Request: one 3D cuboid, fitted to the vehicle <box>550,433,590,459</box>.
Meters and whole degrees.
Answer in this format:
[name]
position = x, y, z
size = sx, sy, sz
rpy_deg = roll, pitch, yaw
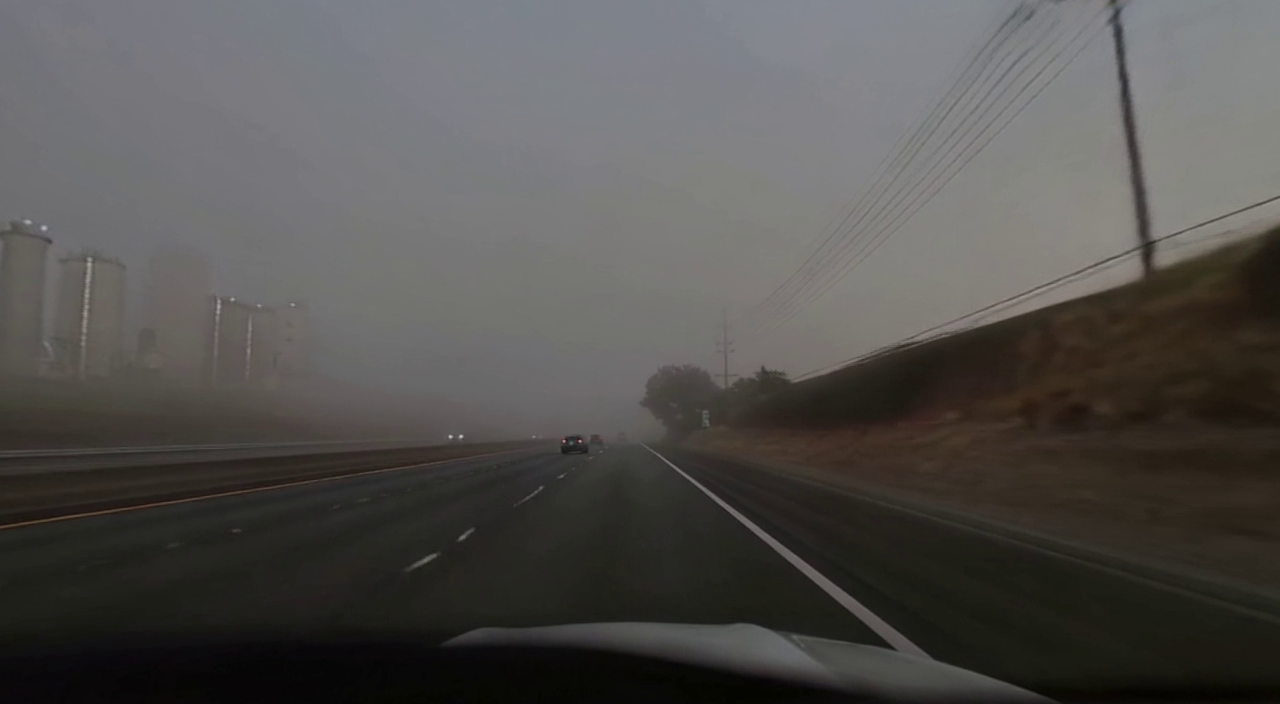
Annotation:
[vehicle]
position = -4.082, 5.507, 37.187
size = 1.952, 1.462, 3.969
rpy_deg = 0, -8, -1
